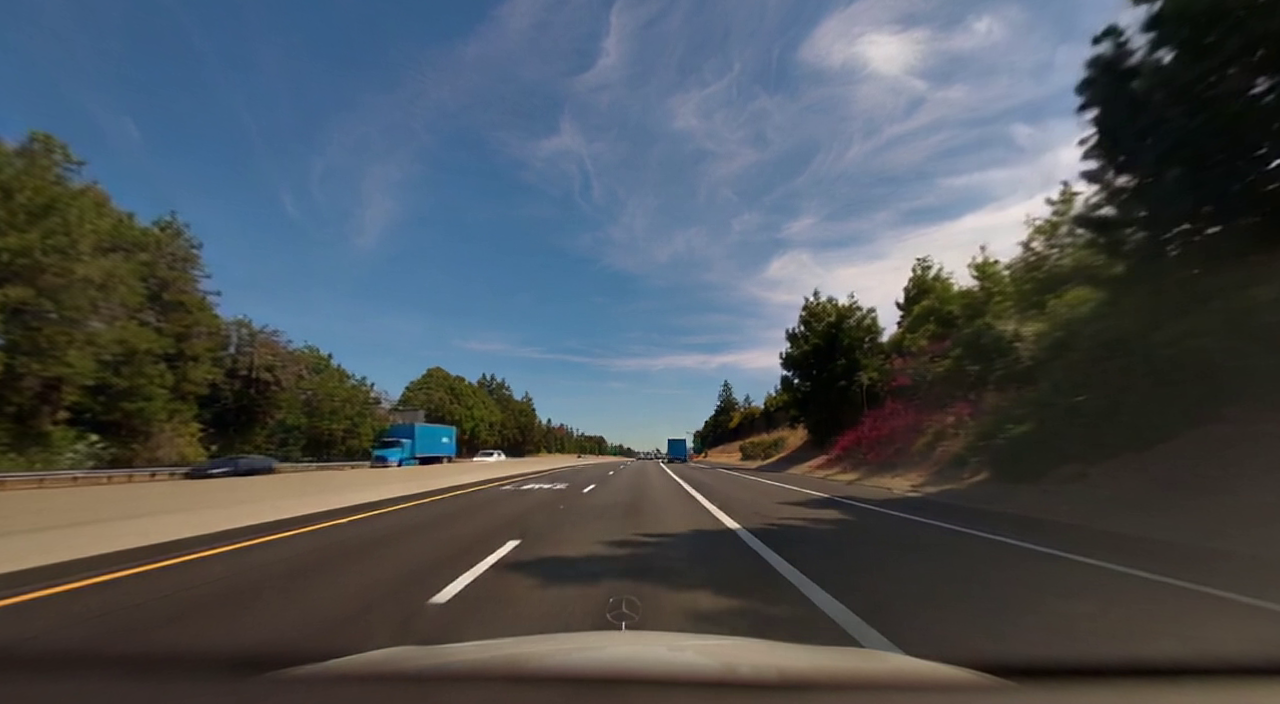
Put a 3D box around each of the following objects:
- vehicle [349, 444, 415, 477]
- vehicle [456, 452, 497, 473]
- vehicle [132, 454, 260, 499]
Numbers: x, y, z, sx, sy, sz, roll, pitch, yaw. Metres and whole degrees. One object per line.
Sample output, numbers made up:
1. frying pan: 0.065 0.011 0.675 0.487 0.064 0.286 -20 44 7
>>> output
1. vehicle: -16.325 6.879 40.164 2.111 1.993 4.812 0 -9 1
2. vehicle: -11.802 8.026 45.834 1.858 1.452 4.016 0 -9 1
3. vehicle: -15.849 4.443 22.764 1.795 1.442 3.816 0 -9 0
